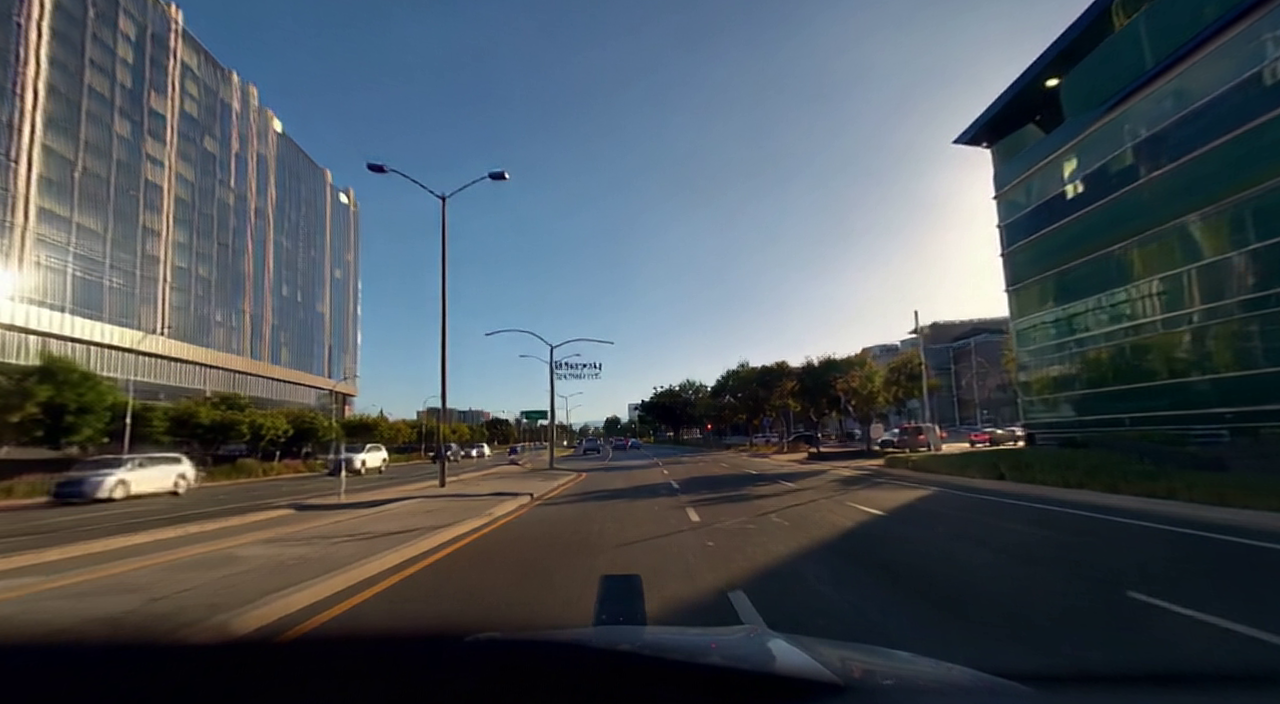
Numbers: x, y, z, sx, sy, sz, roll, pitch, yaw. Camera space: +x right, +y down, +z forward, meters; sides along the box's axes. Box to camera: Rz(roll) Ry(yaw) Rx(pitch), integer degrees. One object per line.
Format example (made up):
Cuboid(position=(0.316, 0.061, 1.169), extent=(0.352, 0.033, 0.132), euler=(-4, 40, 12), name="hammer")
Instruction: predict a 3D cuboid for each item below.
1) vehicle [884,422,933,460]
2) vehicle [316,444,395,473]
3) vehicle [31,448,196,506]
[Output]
Cuboid(position=(16.986, 5.672, 40.091), extent=(1.686, 2.284, 3.164), euler=(0, -9, 1), name="vehicle")
Cuboid(position=(-18.495, 6.956, 41.493), extent=(2.575, 1.738, 5.473), euler=(0, -8, 1), name="vehicle")
Cuboid(position=(-18.514, 4.358, 22.578), extent=(1.980, 1.732, 4.498), euler=(-3, -8, 1), name="vehicle")
